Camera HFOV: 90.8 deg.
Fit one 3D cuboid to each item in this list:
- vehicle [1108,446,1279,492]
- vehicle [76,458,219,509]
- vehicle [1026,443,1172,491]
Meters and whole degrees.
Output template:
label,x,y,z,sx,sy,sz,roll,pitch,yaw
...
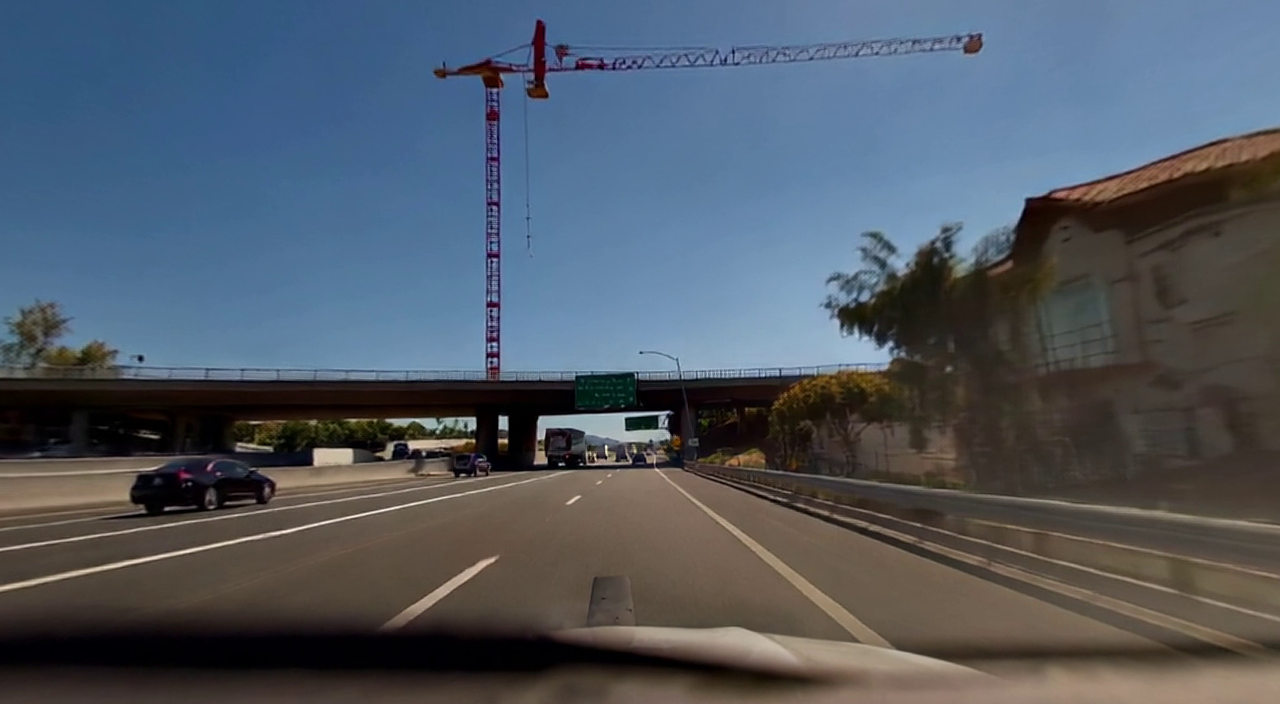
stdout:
label,x,y,z,sx,sy,sz,roll,pitch,yaw
vehicle,22.439,4.732,25.700,5.123,1.786,2.064,0,-9,-1
vehicle,-19.269,5.131,25.051,1.932,1.752,4.541,0,-9,1
vehicle,21.621,5.410,29.974,4.877,1.907,2.479,-3,-8,0
